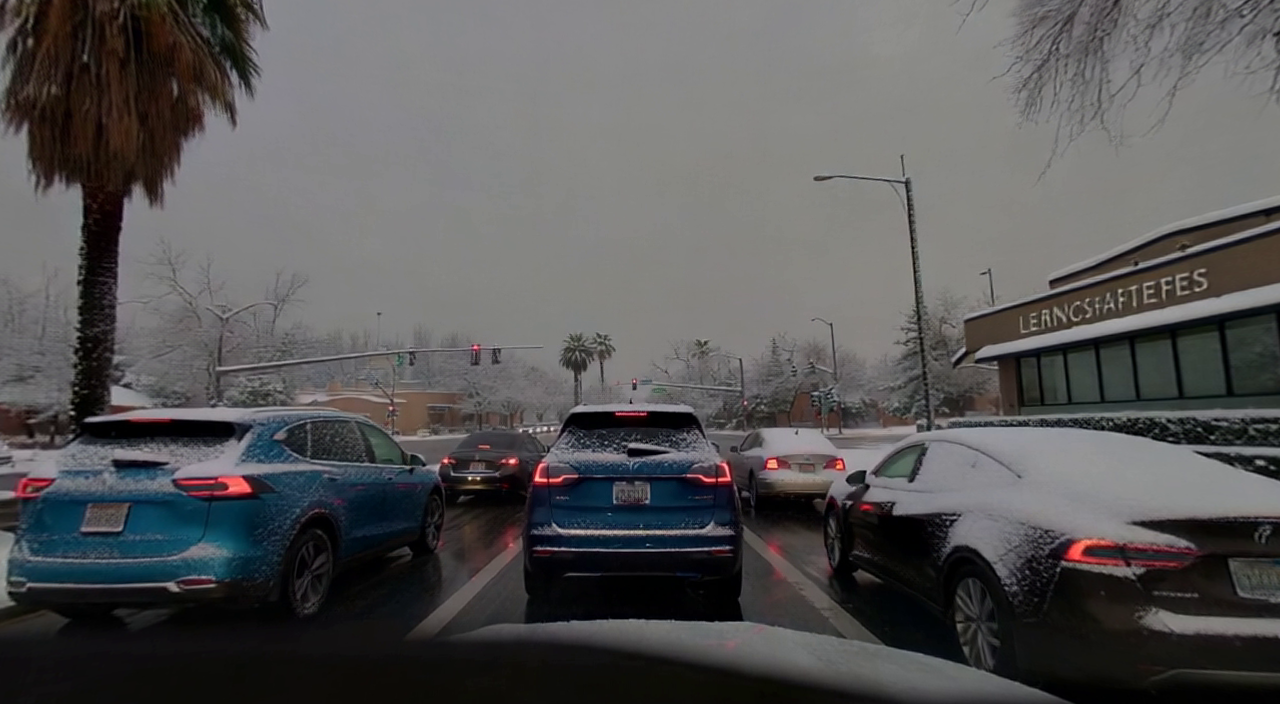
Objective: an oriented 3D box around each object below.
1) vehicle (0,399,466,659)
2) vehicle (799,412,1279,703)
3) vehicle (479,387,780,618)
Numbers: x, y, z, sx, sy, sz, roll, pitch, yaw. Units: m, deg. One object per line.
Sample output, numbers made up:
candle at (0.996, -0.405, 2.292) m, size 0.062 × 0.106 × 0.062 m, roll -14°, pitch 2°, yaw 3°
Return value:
vehicle at (-3.354, 1.383, 6.049) m, size 2.014 × 1.534 × 4.455 m, roll 0°, pitch -8°, yaw 1°
vehicle at (2.964, 1.372, 5.257) m, size 2.017 × 1.491 × 4.611 m, roll 0°, pitch -8°, yaw -1°
vehicle at (-0.136, 1.465, 7.064) m, size 2.280 × 1.747 × 4.361 m, roll 0°, pitch -8°, yaw -2°
